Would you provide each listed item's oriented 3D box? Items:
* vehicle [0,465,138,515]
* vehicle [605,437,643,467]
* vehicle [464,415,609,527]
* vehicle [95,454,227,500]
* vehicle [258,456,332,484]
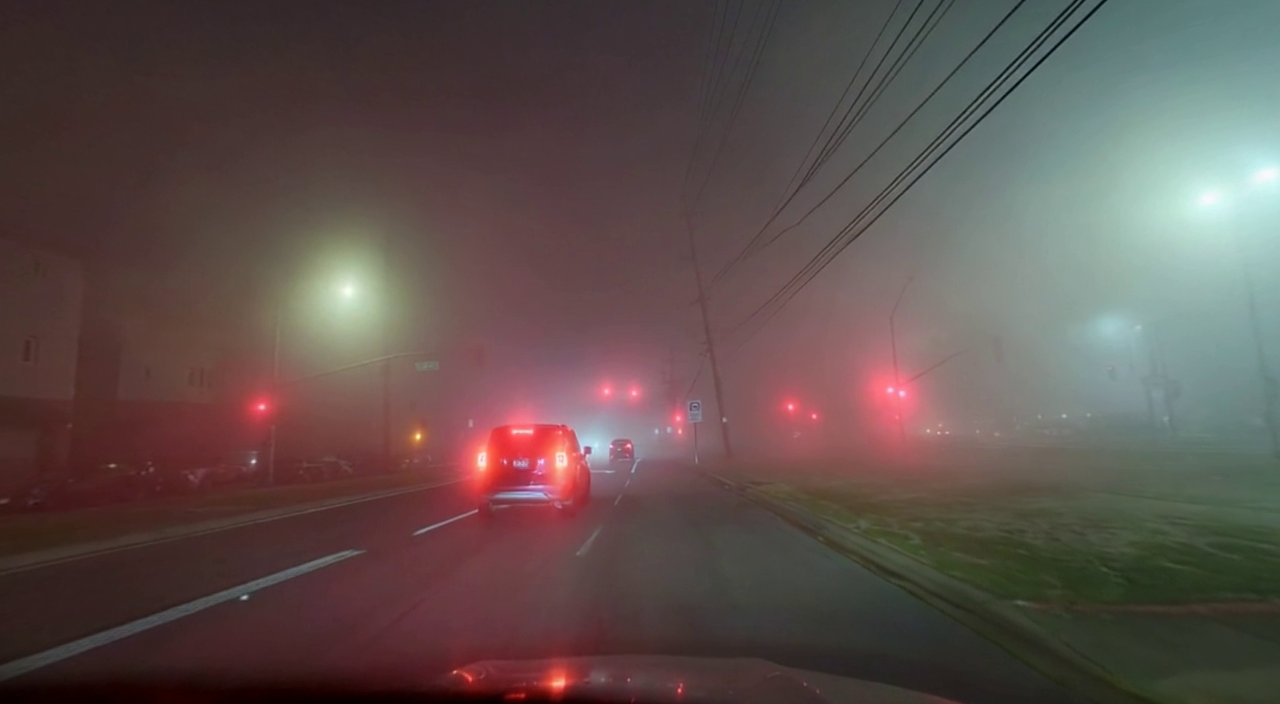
[{"bbox_3d":[-20.206,4.710,22.023,1.790,1.415,4.450,0,-9,-1],"label":"vehicle"},{"bbox_3d":[-0.915,5.956,37.722,2.144,1.681,3.855,0,-9,0],"label":"vehicle"},{"bbox_3d":[-1.746,2.199,12.127,2.022,1.757,4.041,0,-9,1],"label":"vehicle"},{"bbox_3d":[-20.110,5.217,26.807,1.989,1.689,4.388,0,-9,2],"label":"vehicle"},{"bbox_3d":[-20.116,6.875,37.072,1.826,1.430,4.426,0,-9,0],"label":"vehicle"}]
